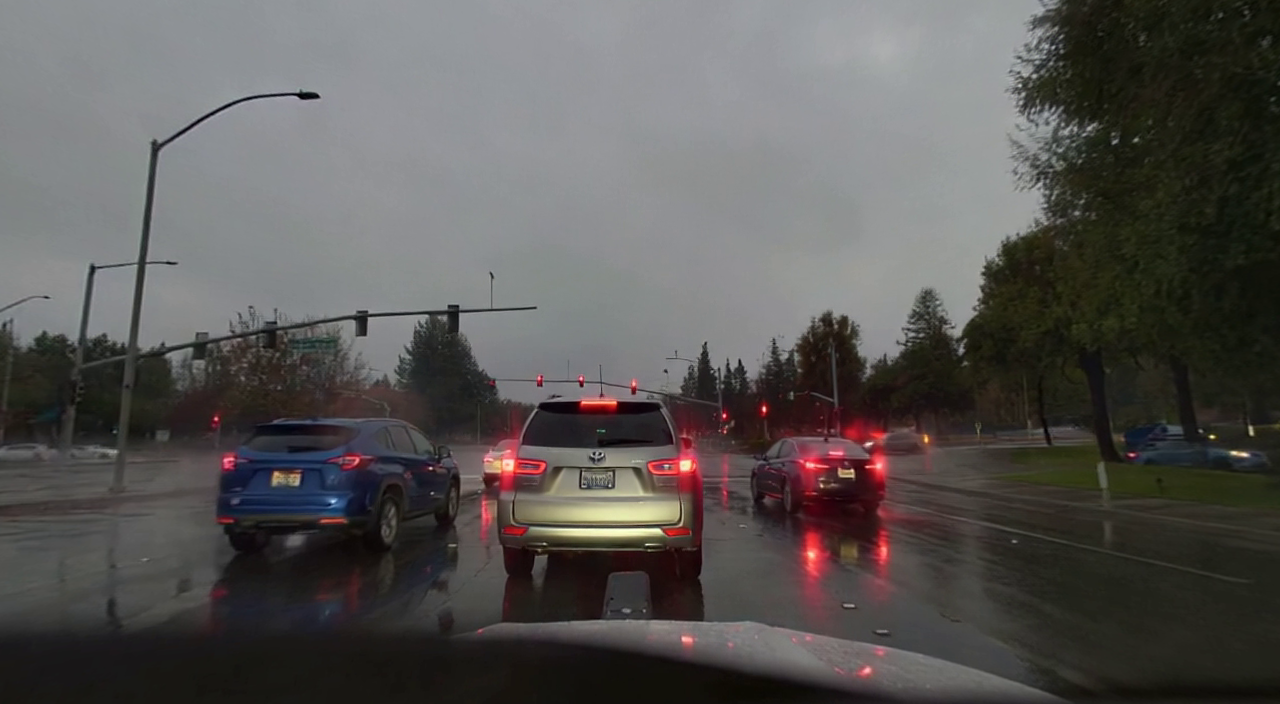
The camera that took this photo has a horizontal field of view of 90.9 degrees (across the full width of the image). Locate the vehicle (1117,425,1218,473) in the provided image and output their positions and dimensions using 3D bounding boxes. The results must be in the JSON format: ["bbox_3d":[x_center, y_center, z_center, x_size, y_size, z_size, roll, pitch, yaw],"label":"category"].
[{"bbox_3d":[19.284,3.519,22.979,4.215,1.578,1.892,7,-11,-39],"label":"vehicle"}]

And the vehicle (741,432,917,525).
[{"bbox_3d":[3.399,2.364,12.345,2.121,1.494,4.208,0,-8,0],"label":"vehicle"}]

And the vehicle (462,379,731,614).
[{"bbox_3d":[-0.344,1.436,7.109,2.064,1.817,4.298,0,-8,0],"label":"vehicle"}]

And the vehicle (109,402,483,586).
[{"bbox_3d":[-3.713,1.630,8.097,2.160,1.666,4.583,0,-8,1],"label":"vehicle"}]
